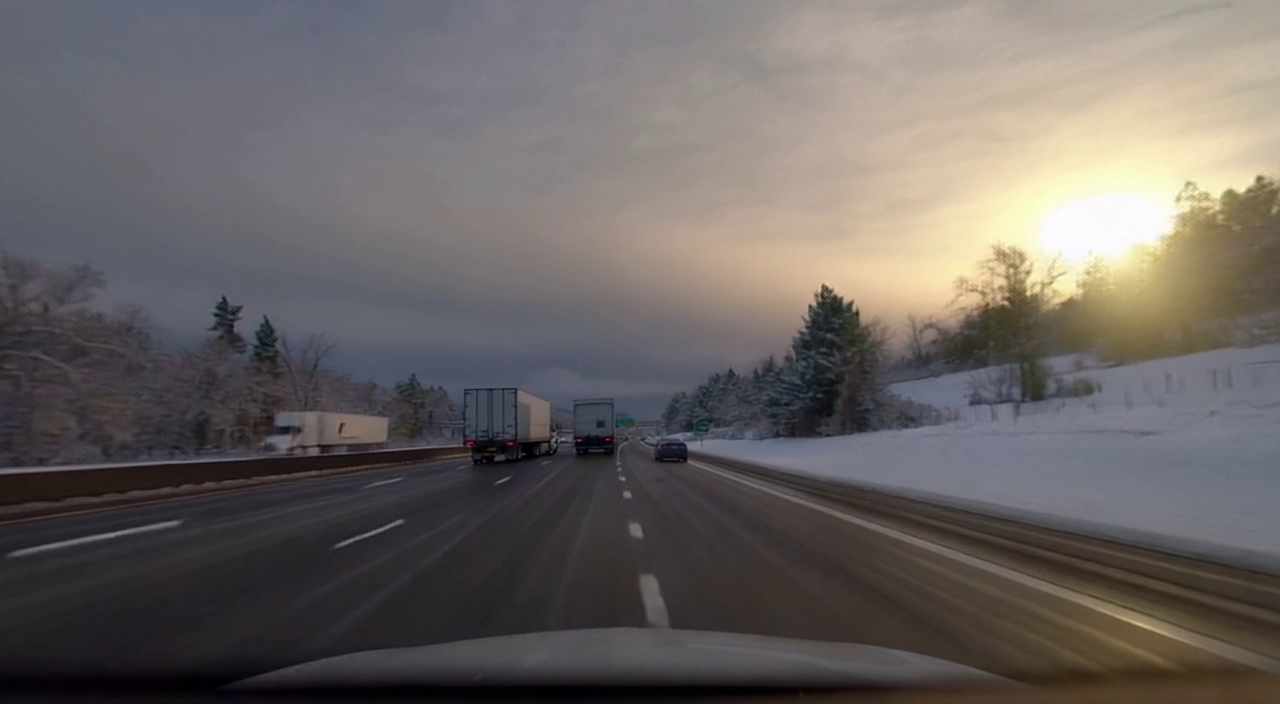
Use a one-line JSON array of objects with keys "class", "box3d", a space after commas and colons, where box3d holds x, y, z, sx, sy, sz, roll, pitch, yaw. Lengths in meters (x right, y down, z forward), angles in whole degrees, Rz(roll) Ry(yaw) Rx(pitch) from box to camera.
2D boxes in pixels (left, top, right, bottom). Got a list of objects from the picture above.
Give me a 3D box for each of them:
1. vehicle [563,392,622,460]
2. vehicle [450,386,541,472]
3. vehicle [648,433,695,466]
[{"class": "vehicle", "box3d": [-3.377, 5.624, 46.449, 3.475, 4.037, 17.454, 0, -8, -4]}, {"class": "vehicle", "box3d": [-6.310, 3.527, 28.623, 2.728, 3.405, 7.096, 0, -8, -3]}, {"class": "vehicle", "box3d": [1.477, 4.726, 30.628, 1.891, 1.477, 3.599, 0, -8, -3]}]
